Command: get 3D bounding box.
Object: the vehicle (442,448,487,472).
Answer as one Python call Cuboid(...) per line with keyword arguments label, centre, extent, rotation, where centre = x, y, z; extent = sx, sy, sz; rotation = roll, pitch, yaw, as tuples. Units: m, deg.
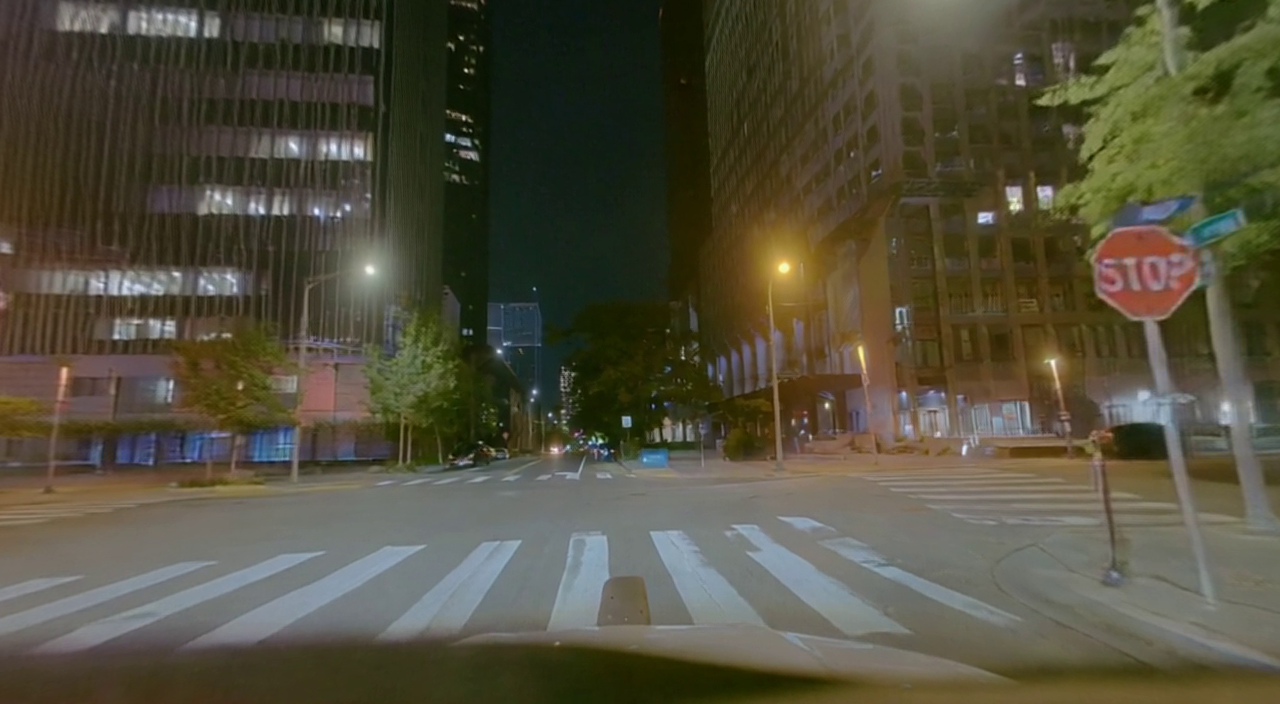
Cuboid(label="vehicle", centre=(-11.510, 7.094, 41.694), extent=(2.033, 1.491, 4.298), rotation=(0, -9, -4))
